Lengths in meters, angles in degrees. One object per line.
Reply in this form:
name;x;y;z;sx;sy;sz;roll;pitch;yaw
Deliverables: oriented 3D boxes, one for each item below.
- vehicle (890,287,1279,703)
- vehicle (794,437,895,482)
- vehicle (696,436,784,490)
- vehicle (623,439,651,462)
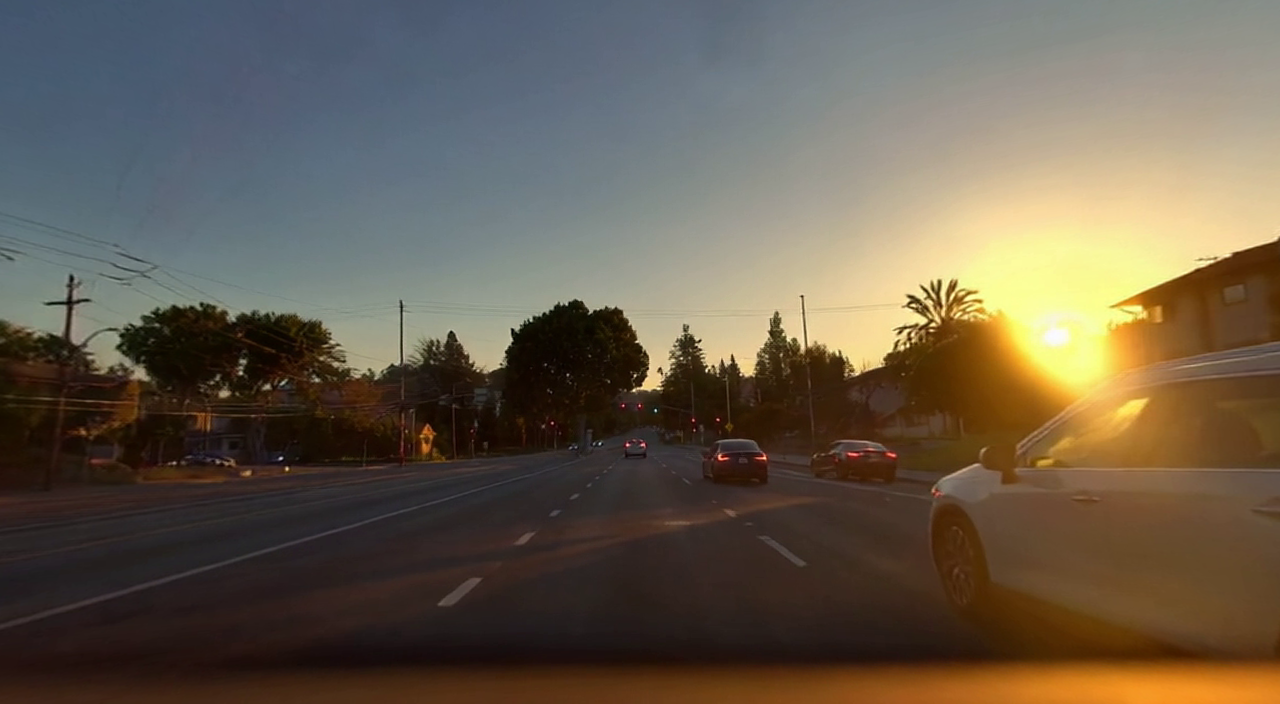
vehicle;3.097;0.788;2.694;2.129;1.761;4.610;0;-9;0
vehicle;7.201;3.842;22.746;2.010;1.421;4.586;0;-9;-2
vehicle;2.883;3.313;19.073;1.889;1.451;4.180;0;-9;-1
vehicle;-0.258;7.662;49.151;2.146;1.685;4.003;0;-9;-1
